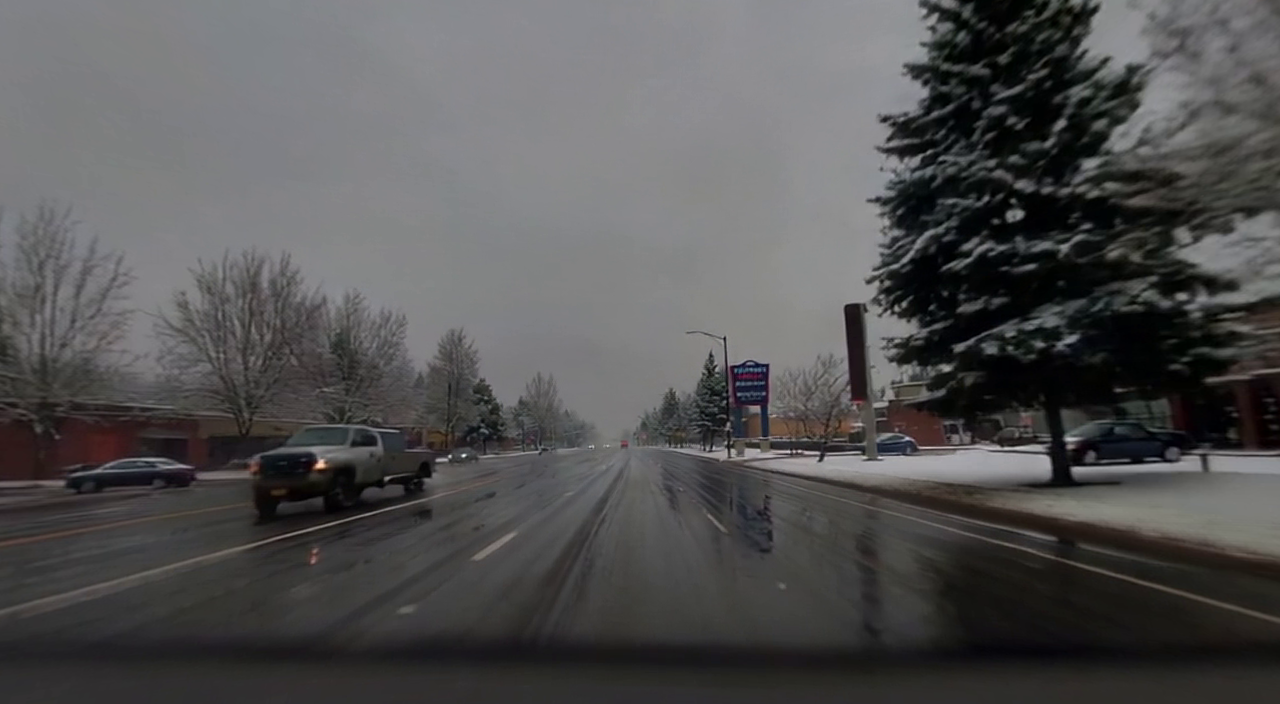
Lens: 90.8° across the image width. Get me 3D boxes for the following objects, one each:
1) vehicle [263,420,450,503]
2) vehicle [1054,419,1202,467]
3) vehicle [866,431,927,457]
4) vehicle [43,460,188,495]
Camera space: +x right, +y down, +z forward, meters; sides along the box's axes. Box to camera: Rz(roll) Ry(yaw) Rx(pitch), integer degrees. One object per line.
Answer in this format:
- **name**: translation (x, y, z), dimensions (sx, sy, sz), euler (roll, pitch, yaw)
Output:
- **vehicle**: translation (-7.457, 2.982, 17.678), dimensions (2.452, 1.905, 6.188), euler (0, -8, -1)
- **vehicle**: translation (16.801, 3.132, 21.760), dimensions (4.647, 1.514, 1.891), euler (4, -9, -23)
- **vehicle**: translation (16.905, 6.078, 41.541), dimensions (4.277, 1.605, 1.920), euler (7, -11, -41)
- **vehicle**: translation (-23.037, 5.505, 27.888), dimensions (4.578, 1.448, 1.904), euler (0, -8, -2)
